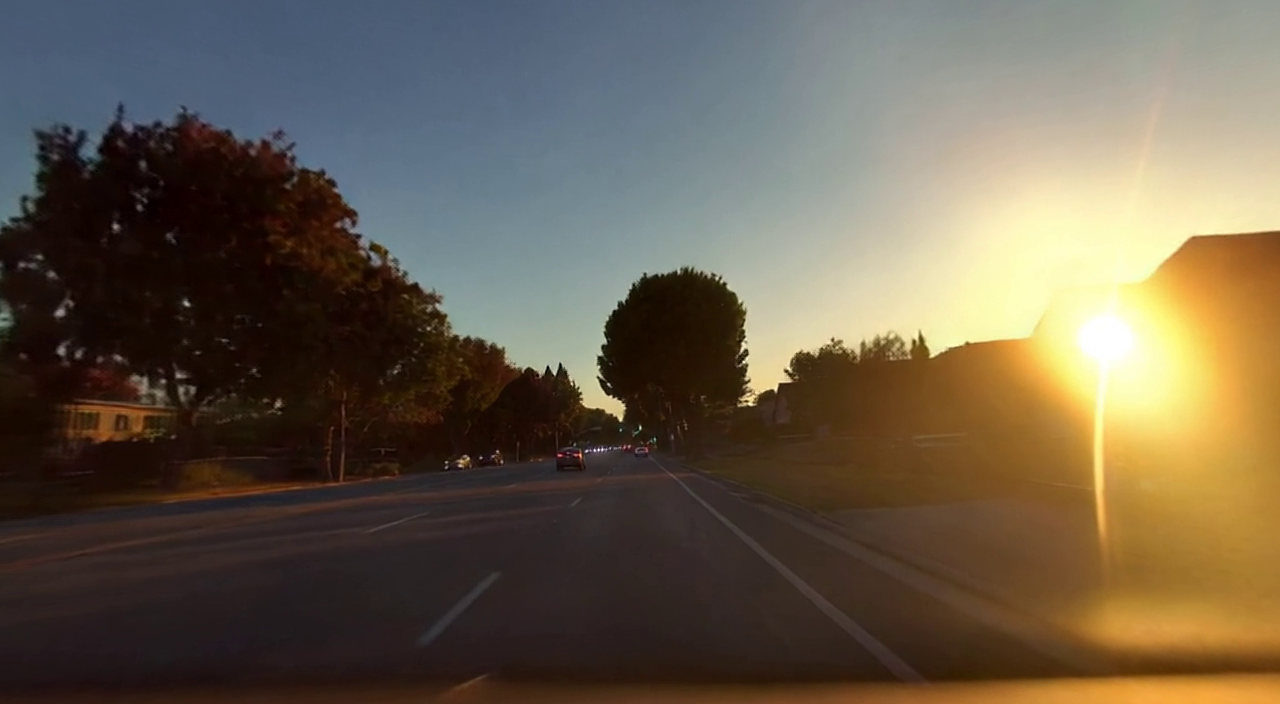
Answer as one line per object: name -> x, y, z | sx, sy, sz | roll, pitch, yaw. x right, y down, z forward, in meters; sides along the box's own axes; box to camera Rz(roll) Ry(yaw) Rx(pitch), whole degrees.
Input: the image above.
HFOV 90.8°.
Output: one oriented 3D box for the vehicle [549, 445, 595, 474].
vehicle -> -3.567, 5.685, 33.711 | 1.992, 1.447, 4.044 | 0, -8, 0
